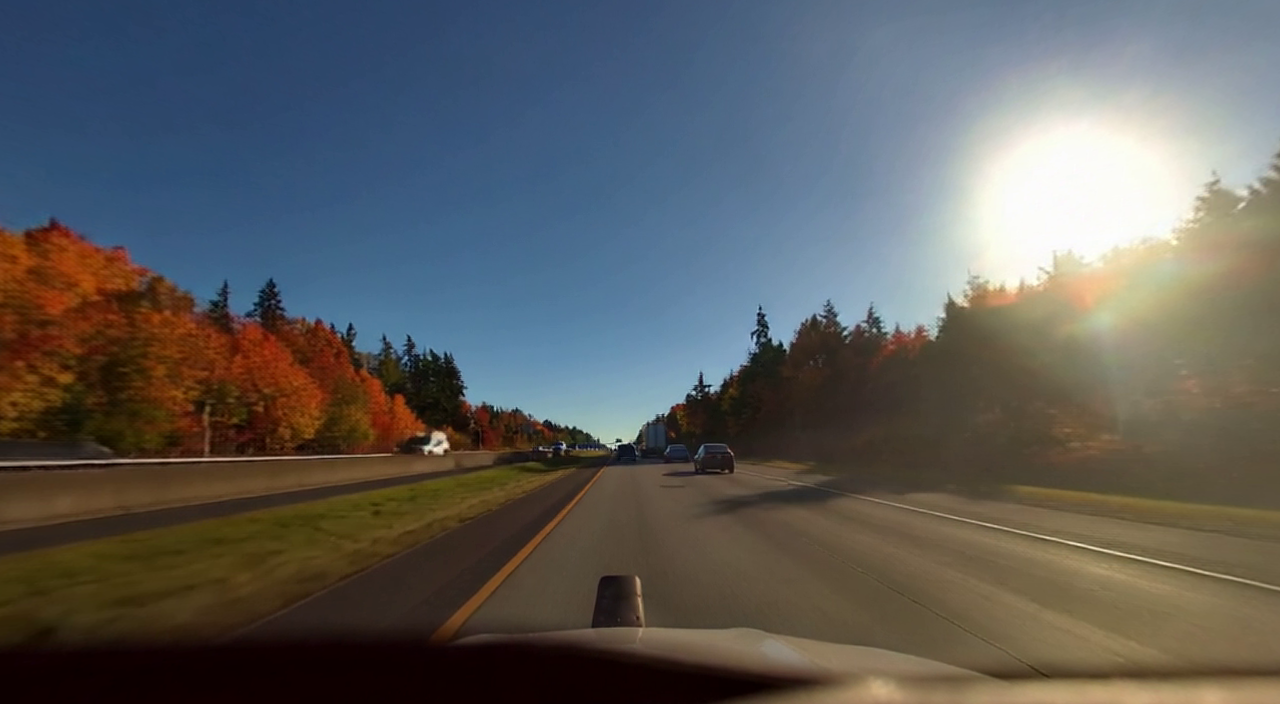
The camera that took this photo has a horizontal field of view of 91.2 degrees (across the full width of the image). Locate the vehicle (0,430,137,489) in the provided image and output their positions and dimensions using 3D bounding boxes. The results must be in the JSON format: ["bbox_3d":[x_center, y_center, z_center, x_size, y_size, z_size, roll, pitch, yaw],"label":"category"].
[{"bbox_3d":[-45.835,7.935,46.687,2.957,4.004,18.233,0,-8,-4],"label":"vehicle"}]

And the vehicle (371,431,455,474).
[{"bbox_3d":[-9.069,4.056,25.442,1.934,1.550,4.072,-1,-9,-1],"label":"vehicle"}]

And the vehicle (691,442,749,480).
[{"bbox_3d":[3.451,4.772,27.780,1.968,1.513,3.911,0,-9,-1],"label":"vehicle"}]

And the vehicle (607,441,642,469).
[{"bbox_3d":[-1.057,6.728,41.167,2.151,1.693,4.201,0,-9,-2],"label":"vehicle"}]
